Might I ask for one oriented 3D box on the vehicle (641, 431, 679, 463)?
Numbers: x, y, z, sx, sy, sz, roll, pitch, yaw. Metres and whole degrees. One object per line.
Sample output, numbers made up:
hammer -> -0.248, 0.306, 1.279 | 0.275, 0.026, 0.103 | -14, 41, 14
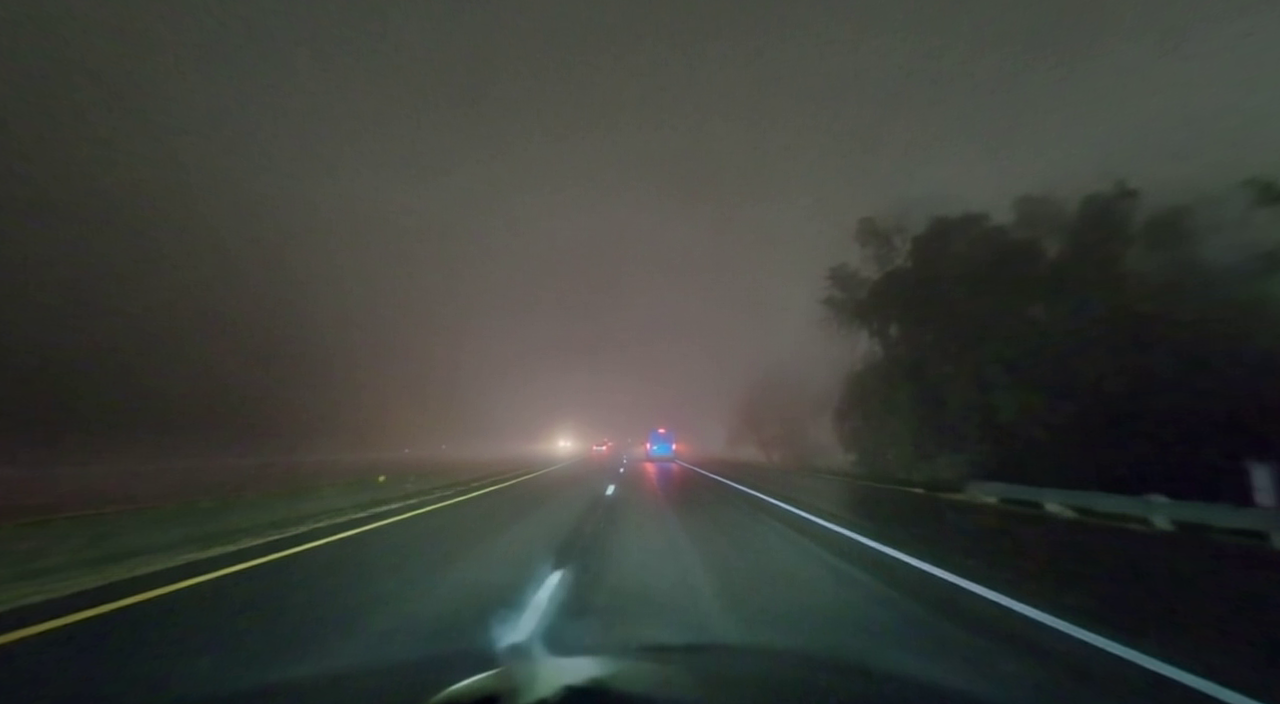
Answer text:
vehicle -> 1.324, 6.610, 44.010 | 2.269, 2.048, 4.679 | 0, -8, -2
